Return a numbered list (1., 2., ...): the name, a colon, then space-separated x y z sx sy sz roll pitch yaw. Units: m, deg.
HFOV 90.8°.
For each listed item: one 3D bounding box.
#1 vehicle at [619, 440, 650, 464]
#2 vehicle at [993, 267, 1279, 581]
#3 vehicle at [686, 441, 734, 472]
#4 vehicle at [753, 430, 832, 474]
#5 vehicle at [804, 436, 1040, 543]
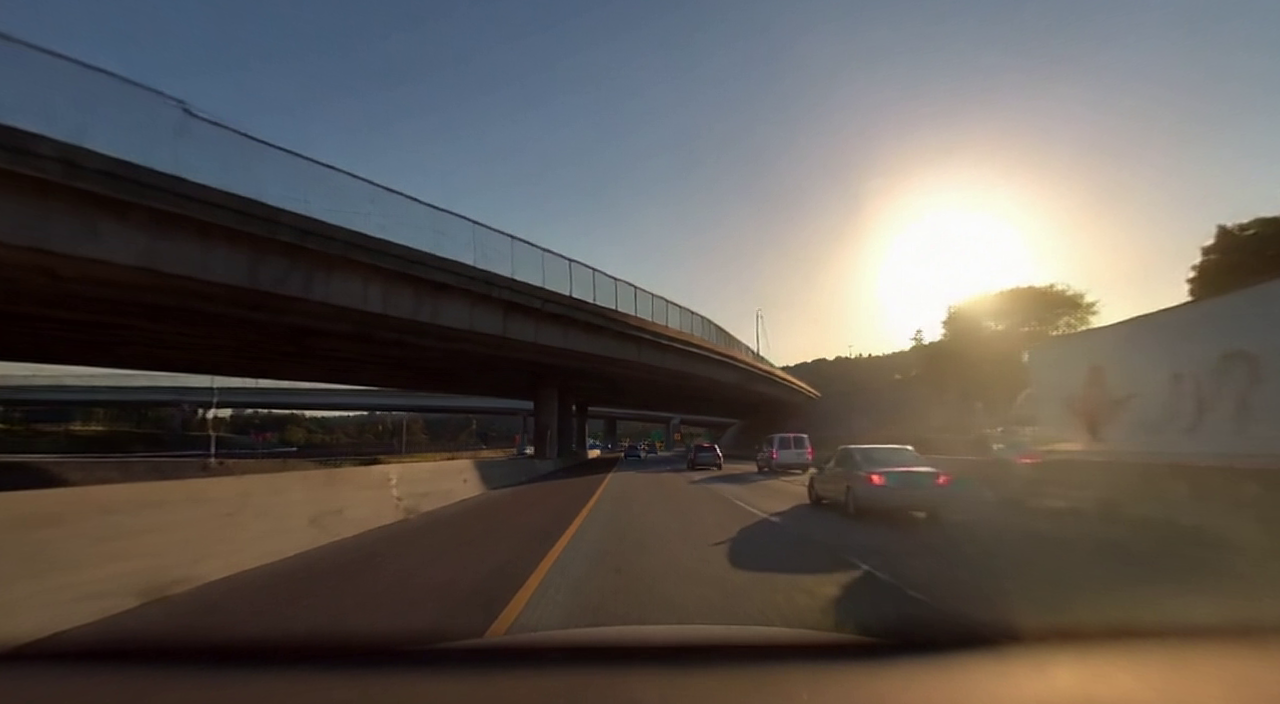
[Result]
1. vehicle: -0.472 7.678 48.441 2.256 1.743 4.189 0 -8 -1
2. vehicle: 8.064 0.948 7.855 2.866 3.233 7.345 1 -9 -2
3. vehicle: 3.849 5.870 35.733 2.005 1.585 4.863 0 -8 -2
4. vehicle: 7.676 5.126 32.635 2.448 2.042 5.959 0 -8 -1
5. vehicle: 4.433 2.212 10.890 1.971 1.453 4.414 0 -8 -1
